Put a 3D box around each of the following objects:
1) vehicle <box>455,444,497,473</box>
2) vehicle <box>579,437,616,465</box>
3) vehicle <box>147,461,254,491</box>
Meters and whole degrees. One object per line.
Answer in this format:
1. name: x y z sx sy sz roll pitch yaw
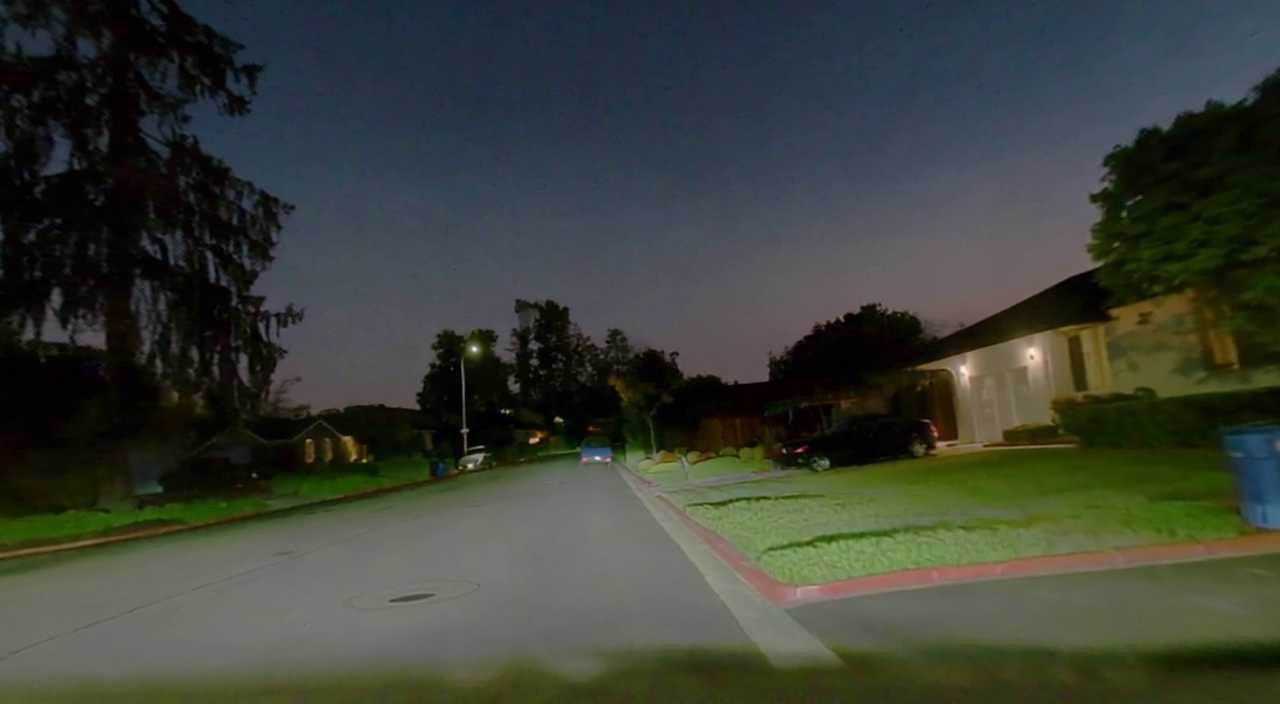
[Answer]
1. vehicle: -12.009 7.805 46.628 2.208 1.834 4.675 -3 -8 -5
2. vehicle: -2.572 5.900 37.514 2.005 1.553 3.984 1 -9 -6
3. vehicle: -24.082 6.787 34.760 4.404 1.495 1.844 0 -8 -3
